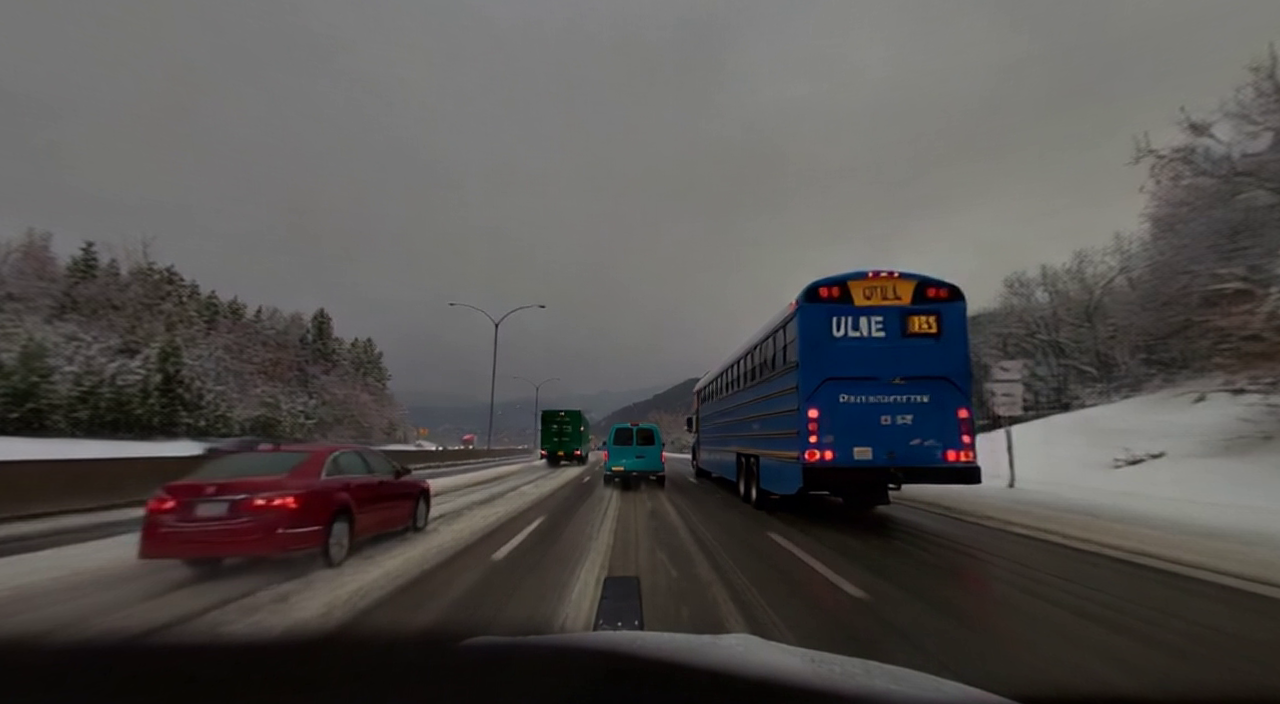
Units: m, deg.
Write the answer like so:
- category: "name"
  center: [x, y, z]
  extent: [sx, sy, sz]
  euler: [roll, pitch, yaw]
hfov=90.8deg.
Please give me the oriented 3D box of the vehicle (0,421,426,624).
- category: "vehicle"
  center: [-4.054, 1.549, 6.734]
  extent: [2.039, 1.453, 4.197]
  euler: [0, -8, 0]

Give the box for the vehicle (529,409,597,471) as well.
- category: "vehicle"
  center: [-4.088, 4.938, 35.235]
  extent: [2.947, 3.009, 7.991]
  euler: [0, -8, -1]

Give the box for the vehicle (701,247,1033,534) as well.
- category: "vehicle"
  center: [3.809, 1.441, 15.598]
  extent: [3.006, 4.101, 13.245]
  euler: [0, -8, -1]

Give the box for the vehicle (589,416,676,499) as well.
- category: "vehicle"
  center: [-0.256, 2.804, 17.145]
  extent: [2.037, 1.929, 4.343]
  euler: [0, -8, -2]
